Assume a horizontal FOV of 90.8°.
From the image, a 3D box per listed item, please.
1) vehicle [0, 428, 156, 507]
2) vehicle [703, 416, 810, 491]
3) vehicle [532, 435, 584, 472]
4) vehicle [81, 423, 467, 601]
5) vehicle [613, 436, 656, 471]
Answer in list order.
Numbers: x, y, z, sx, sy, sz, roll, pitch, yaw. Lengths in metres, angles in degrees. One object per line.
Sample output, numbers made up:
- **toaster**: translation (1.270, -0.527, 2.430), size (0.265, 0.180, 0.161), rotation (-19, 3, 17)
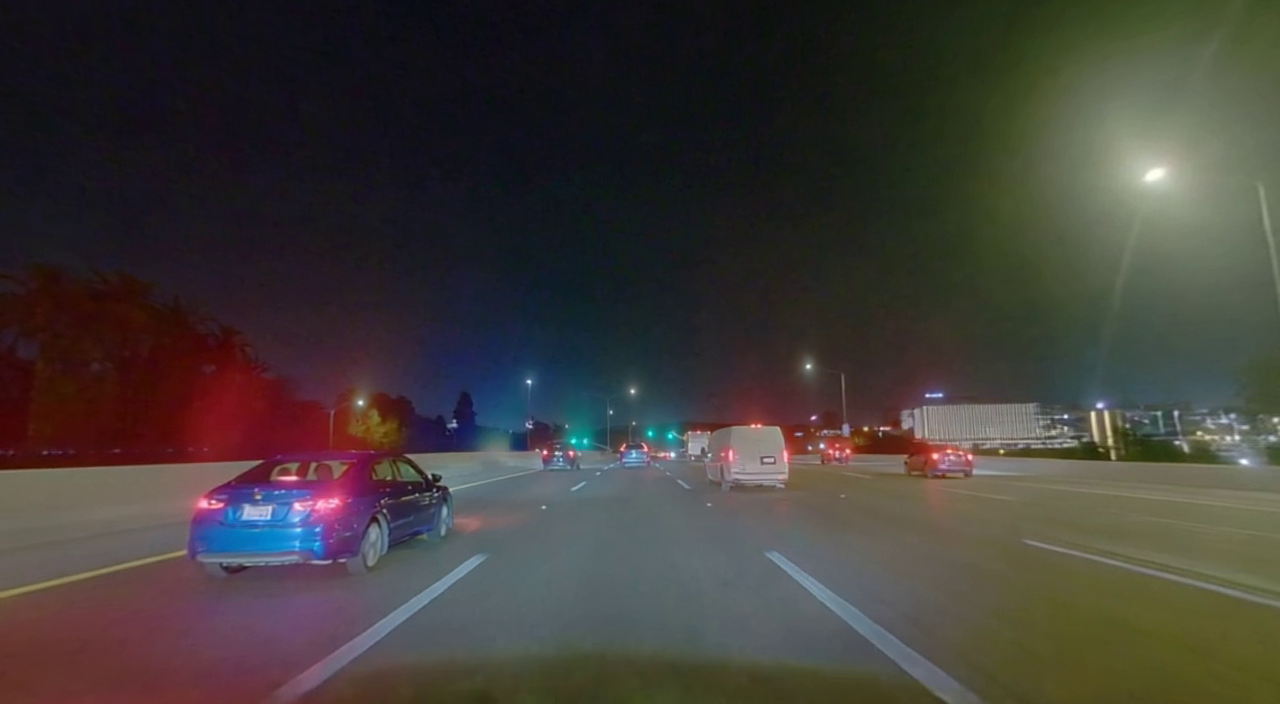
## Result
- **vehicle**: translation (-17.412, 3.308, 18.516), size (2.414, 1.959, 5.101), rotation (0, -9, -2)
- **vehicle**: translation (3.548, 3.286, 20.629), size (2.250, 2.074, 5.723), rotation (0, -9, -2)
- **vehicle**: translation (-4.257, 5.394, 33.653), size (2.109, 1.793, 4.613), rotation (0, -9, 0)
- **vehicle**: translation (-3.670, 1.671, 7.533), size (1.991, 1.469, 4.381), rotation (0, -9, -1)
- **vehicle**: translation (-0.290, 5.539, 34.677), size (2.212, 1.786, 4.198), rotation (0, -9, -1)
